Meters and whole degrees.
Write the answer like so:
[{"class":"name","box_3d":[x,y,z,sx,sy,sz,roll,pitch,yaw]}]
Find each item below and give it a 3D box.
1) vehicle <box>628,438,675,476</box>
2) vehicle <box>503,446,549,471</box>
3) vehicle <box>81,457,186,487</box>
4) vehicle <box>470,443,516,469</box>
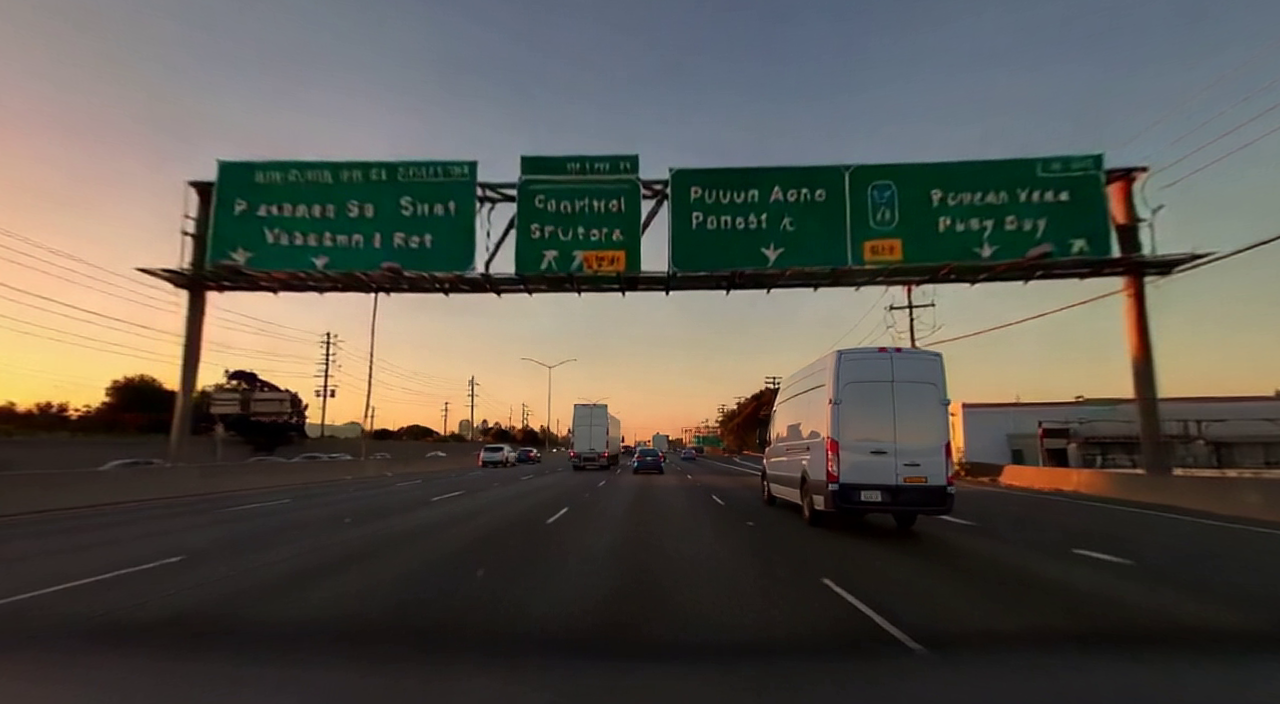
[{"class":"vehicle","box_3d":[0.599,5.482,33.243,2.279,1.837,4.747,0,-8,1]},{"class":"vehicle","box_3d":[-6.980,6.541,39.017,1.945,1.482,4.109,0,-8,1]},{"class":"vehicle","box_3d":[-29.999,7.112,37.634,1.907,1.547,5.225,0,-8,1]},{"class":"vehicle","box_3d":[-10.101,7.165,43.650,1.997,1.692,4.294,0,-8,1]}]
